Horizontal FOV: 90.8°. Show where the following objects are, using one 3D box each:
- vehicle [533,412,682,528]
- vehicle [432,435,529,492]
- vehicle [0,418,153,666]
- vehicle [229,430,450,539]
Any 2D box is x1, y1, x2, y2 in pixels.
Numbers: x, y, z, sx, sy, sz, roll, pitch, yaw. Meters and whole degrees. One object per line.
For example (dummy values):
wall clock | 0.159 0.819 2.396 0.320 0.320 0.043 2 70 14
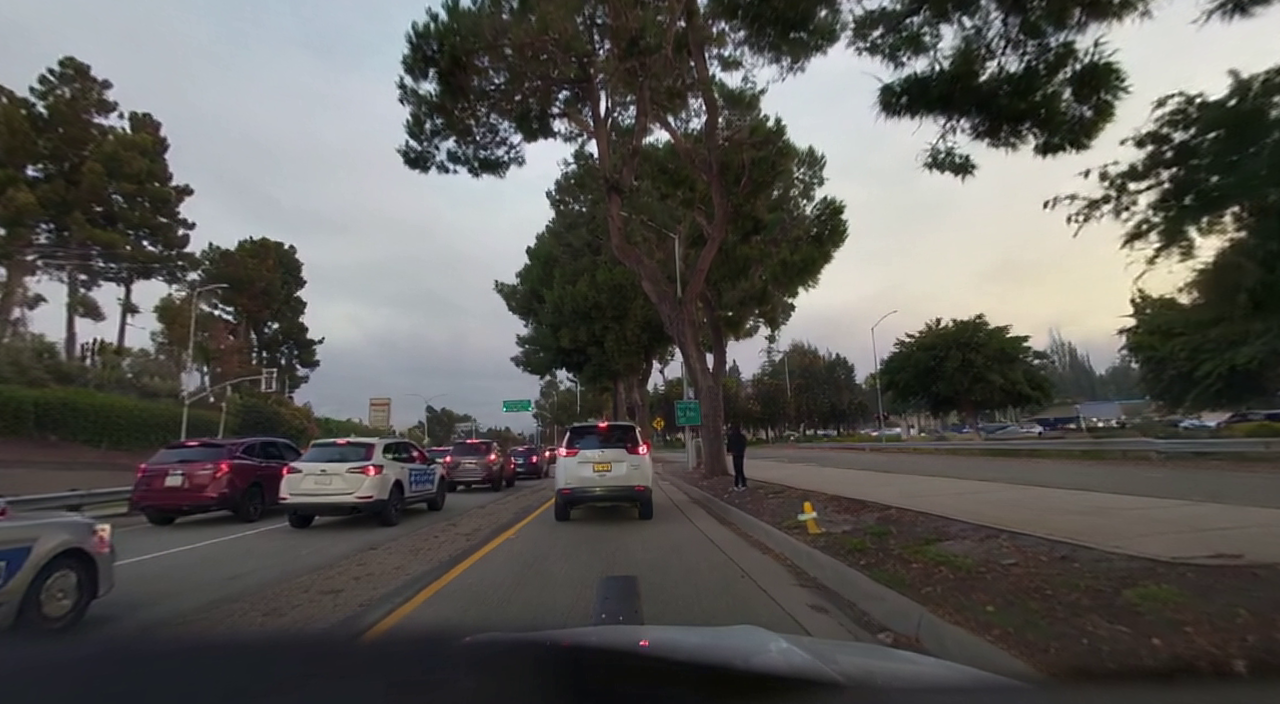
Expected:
vehicle | -0.572 2.206 12.268 2.368 1.829 4.293 0 -9 -2
vehicle | -5.423 3.853 22.201 2.188 1.774 4.477 0 -9 1
vehicle | -5.257 1.131 3.336 2.069 1.616 4.108 0 -9 0
vehicle | -5.401 2.422 12.206 2.010 1.674 4.484 0 -9 0
